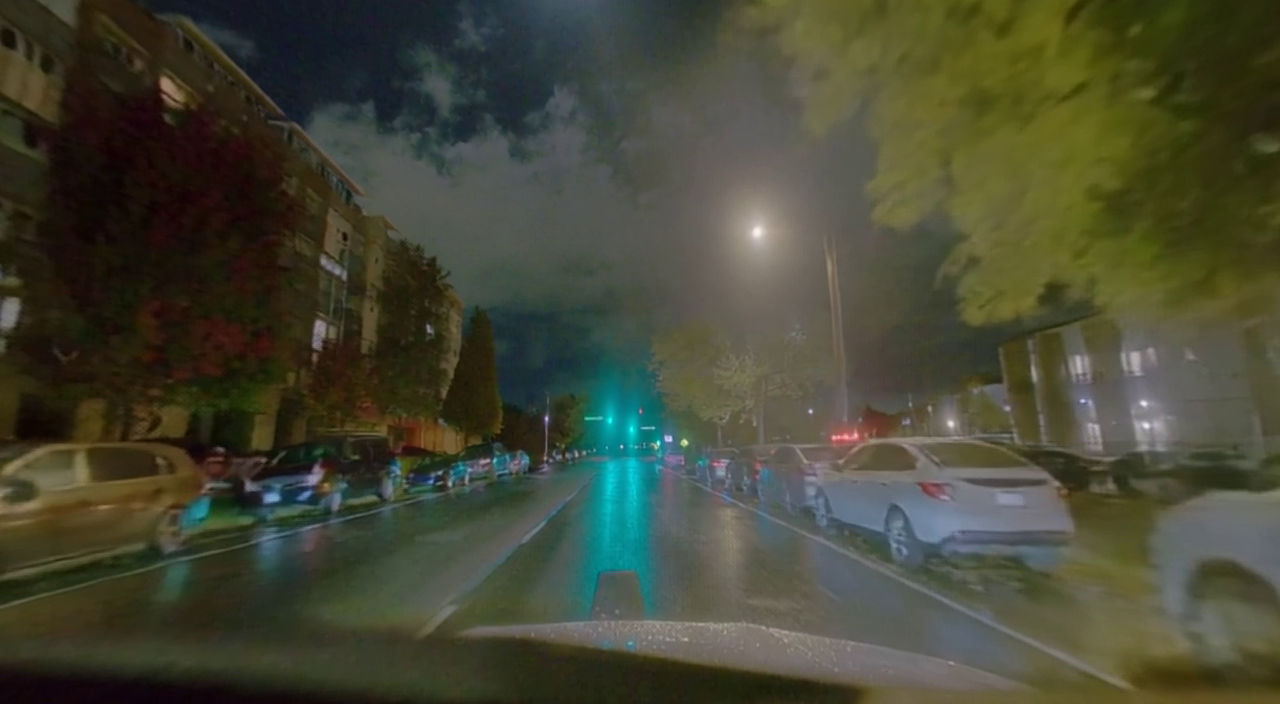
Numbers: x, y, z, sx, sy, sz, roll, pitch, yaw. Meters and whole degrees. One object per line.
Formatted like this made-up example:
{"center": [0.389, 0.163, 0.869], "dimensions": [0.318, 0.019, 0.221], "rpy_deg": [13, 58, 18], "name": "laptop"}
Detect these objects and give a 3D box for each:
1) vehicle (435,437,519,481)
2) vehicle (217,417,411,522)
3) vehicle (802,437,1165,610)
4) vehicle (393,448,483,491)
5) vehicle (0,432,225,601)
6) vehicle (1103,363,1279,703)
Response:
{"center": [-7.933, 5.281, 31.366], "dimensions": [2.613, 1.959, 5.843], "rpy_deg": [0, -9, 0], "name": "vehicle"}
{"center": [-7.783, 2.851, 15.856], "dimensions": [2.146, 2.167, 5.339], "rpy_deg": [0, -9, -2], "name": "vehicle"}
{"center": [3.715, 1.904, 8.044], "dimensions": [2.009, 1.547, 4.574], "rpy_deg": [0, -9, -1], "name": "vehicle"}
{"center": [-7.760, 4.552, 24.735], "dimensions": [2.057, 1.486, 4.759], "rpy_deg": [0, -9, -1], "name": "vehicle"}
{"center": [-7.423, 1.787, 7.232], "dimensions": [2.055, 1.663, 4.889], "rpy_deg": [0, -9, -2], "name": "vehicle"}
{"center": [4.259, 0.757, 1.836], "dimensions": [2.071, 1.781, 4.737], "rpy_deg": [0, -9, -2], "name": "vehicle"}
